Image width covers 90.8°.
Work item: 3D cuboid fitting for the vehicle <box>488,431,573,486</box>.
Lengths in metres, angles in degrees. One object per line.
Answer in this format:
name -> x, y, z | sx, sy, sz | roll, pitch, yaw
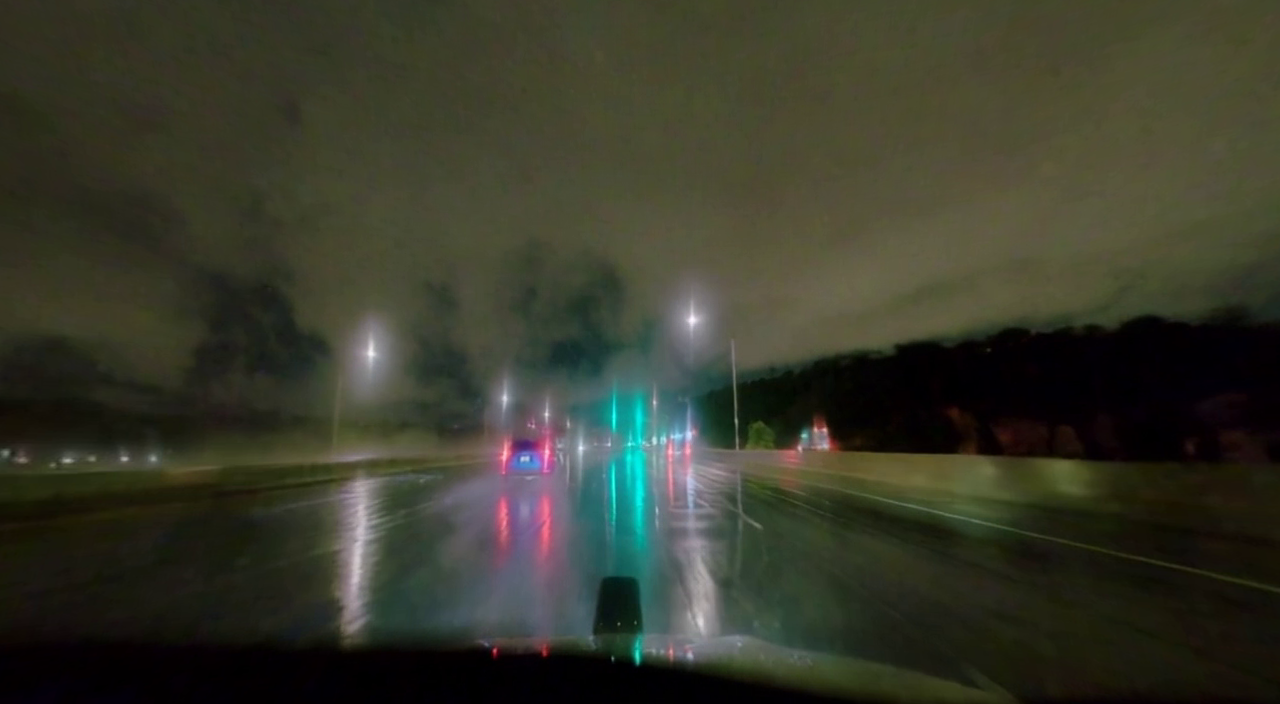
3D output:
vehicle -> -3.838, 3.878, 23.235 | 2.205, 1.773, 5.124 | 0, -9, 0
